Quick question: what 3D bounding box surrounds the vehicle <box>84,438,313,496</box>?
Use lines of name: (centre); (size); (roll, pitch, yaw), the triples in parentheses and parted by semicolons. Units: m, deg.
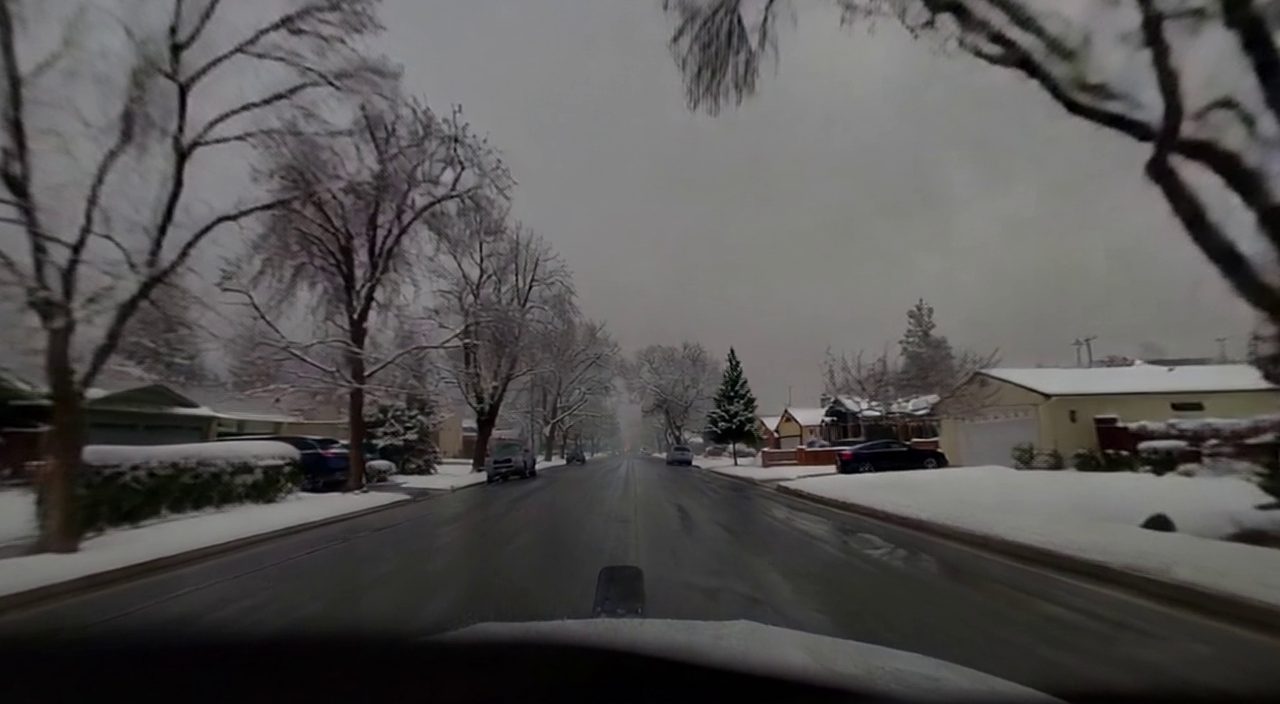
vehicle: (-12.535, 3.292, 18.236); (5.040, 1.541, 2.042); (0, -9, 0)

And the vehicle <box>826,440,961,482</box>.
vehicle: (9.967, 4.314, 25.098); (4.497, 1.564, 1.948); (0, -8, -2)

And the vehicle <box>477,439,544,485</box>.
vehicle: (-5.980, 5.131, 29.869); (2.341, 1.942, 5.044); (0, -8, -3)
